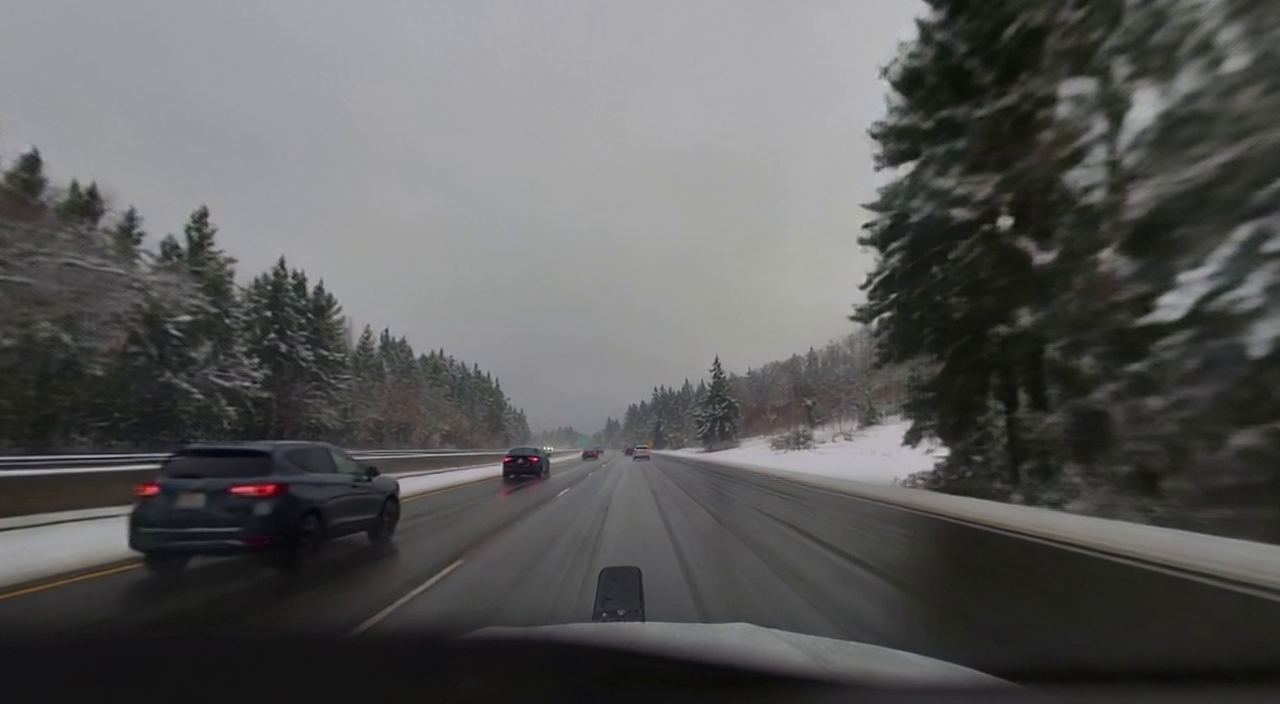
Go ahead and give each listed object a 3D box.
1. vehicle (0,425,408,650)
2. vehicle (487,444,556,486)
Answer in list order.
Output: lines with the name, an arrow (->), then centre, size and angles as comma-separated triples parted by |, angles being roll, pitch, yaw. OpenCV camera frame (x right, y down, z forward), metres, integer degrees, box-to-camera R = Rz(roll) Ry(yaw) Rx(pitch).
vehicle -> -3.985, 1.532, 6.214 | 1.897, 1.481, 3.859 | 0, -8, 0
vehicle -> -4.534, 4.373, 24.808 | 1.838, 1.508, 4.317 | 0, -8, 0
